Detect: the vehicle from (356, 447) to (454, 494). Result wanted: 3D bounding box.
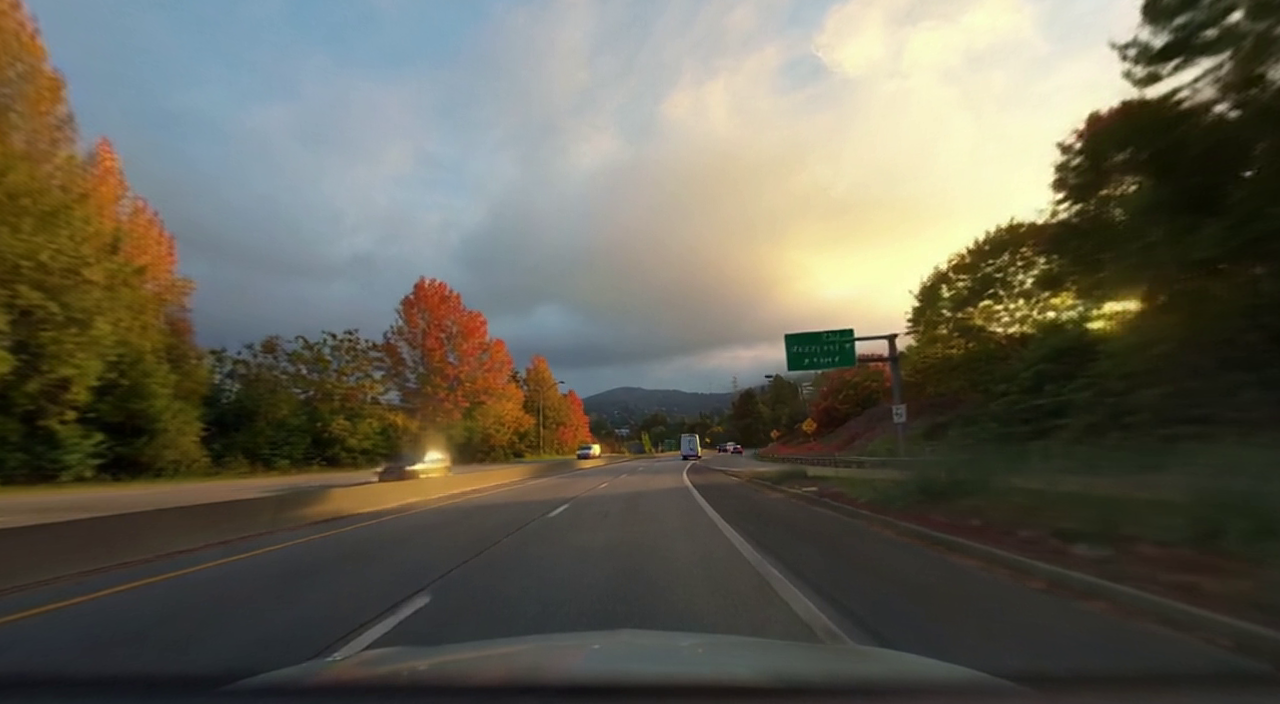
[{"bbox_3d":[-8.366,4.222,22.729,1.858,1.498,4.096,-1,-9,2],"label":"vehicle"}]
